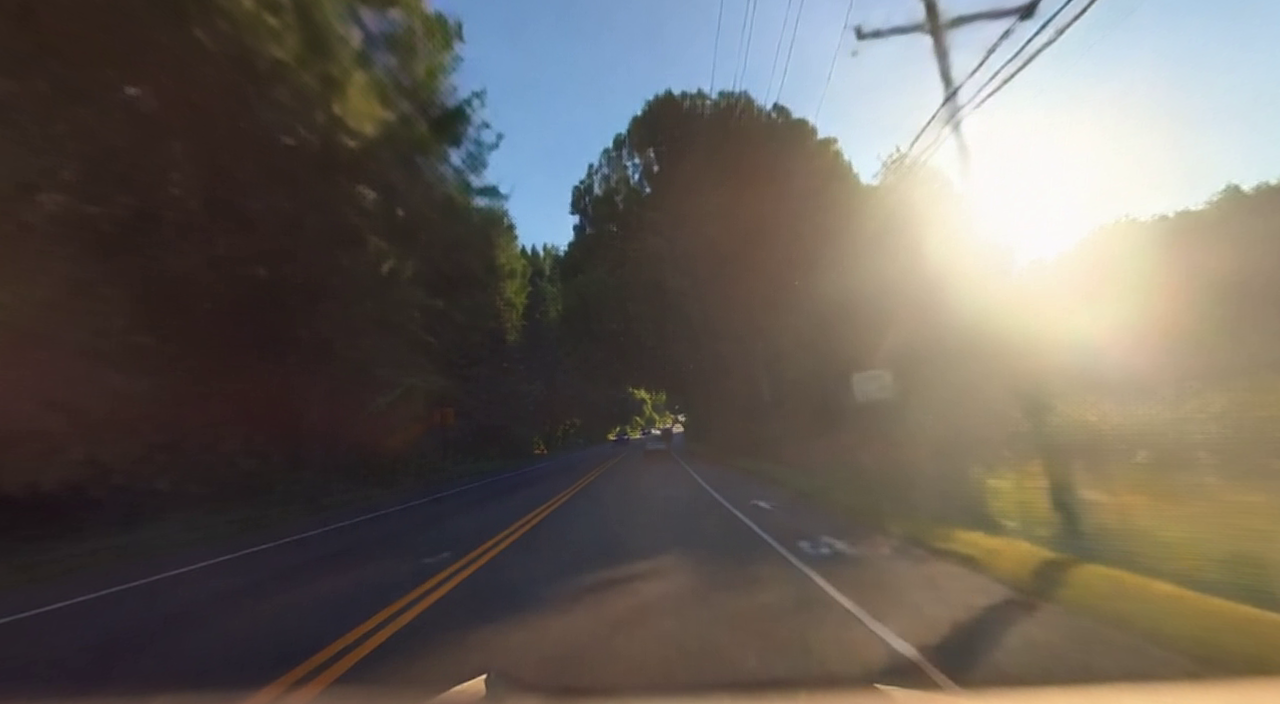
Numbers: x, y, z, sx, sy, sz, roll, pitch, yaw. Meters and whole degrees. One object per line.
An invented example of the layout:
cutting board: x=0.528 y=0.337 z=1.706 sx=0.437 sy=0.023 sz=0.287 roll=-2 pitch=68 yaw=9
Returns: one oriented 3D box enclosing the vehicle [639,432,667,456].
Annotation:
vehicle: x=1.057 y=7.142 z=49.012 sx=2.083 sy=1.767 sz=4.448 roll=0 pitch=-8 yaw=2
